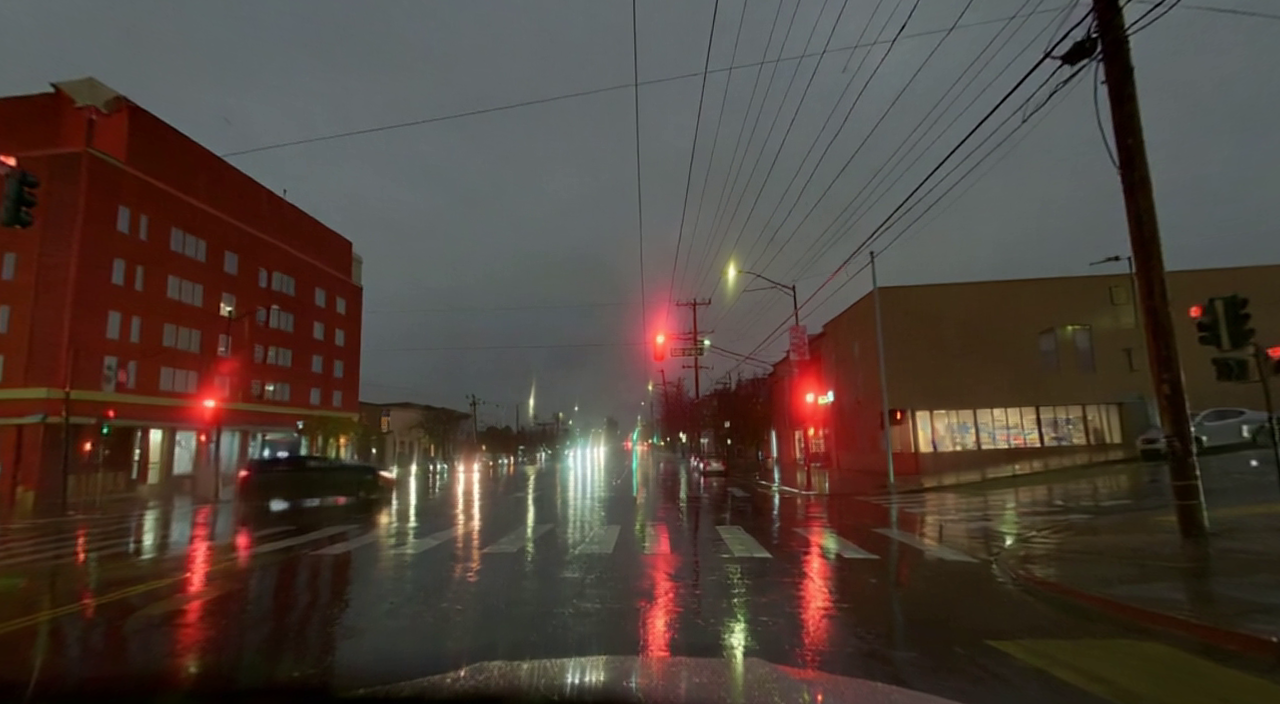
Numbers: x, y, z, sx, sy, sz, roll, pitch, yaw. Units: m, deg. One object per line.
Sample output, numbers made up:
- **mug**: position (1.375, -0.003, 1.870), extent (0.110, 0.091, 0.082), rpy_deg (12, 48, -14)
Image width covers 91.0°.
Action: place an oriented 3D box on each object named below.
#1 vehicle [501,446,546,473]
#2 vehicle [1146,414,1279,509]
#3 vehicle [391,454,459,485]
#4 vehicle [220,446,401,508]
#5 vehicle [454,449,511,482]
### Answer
- **vehicle**: position (-8.263, 7.653, 45.075), extent (2.096, 1.830, 4.752), rpy_deg (0, -9, 2)
- **vehicle**: position (12.760, 2.200, 12.816), extent (3.234, 1.746, 1.941), rpy_deg (1, -8, -4)
- **vehicle**: position (-12.045, 6.597, 35.622), extent (1.943, 1.574, 4.727), rpy_deg (0, -9, 3)
- **vehicle**: position (-9.853, 3.705, 19.089), extent (4.525, 1.650, 2.120), rpy_deg (5, -10, -28)
- **vehicle**: position (-8.726, 6.314, 35.244), extent (2.020, 1.672, 3.842), rpy_deg (0, -9, 3)
